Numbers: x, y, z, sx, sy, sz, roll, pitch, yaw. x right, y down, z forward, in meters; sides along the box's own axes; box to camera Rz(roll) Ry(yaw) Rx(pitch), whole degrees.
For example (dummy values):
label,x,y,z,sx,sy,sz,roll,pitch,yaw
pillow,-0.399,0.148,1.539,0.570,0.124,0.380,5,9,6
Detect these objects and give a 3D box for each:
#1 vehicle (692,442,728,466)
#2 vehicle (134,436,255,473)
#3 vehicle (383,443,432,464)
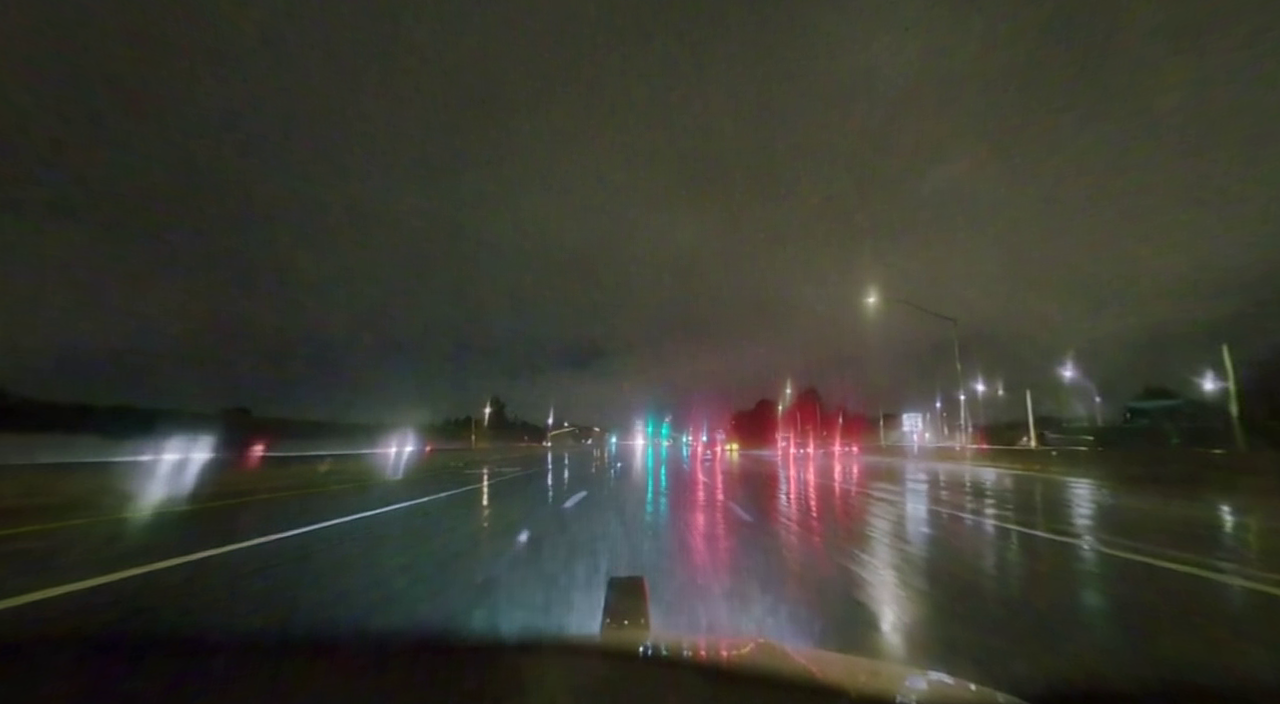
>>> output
label,x,y,z,sx,sy,sz,roll,pitch,yaw
vehicle,4.547,6.657,41.474,1.912,1.478,4.125,0,-8,0
vehicle,-21.426,4.950,30.663,2.023,1.607,5.149,0,-8,1
vehicle,-17.401,7.607,47.469,1.913,1.440,4.374,0,-8,2
